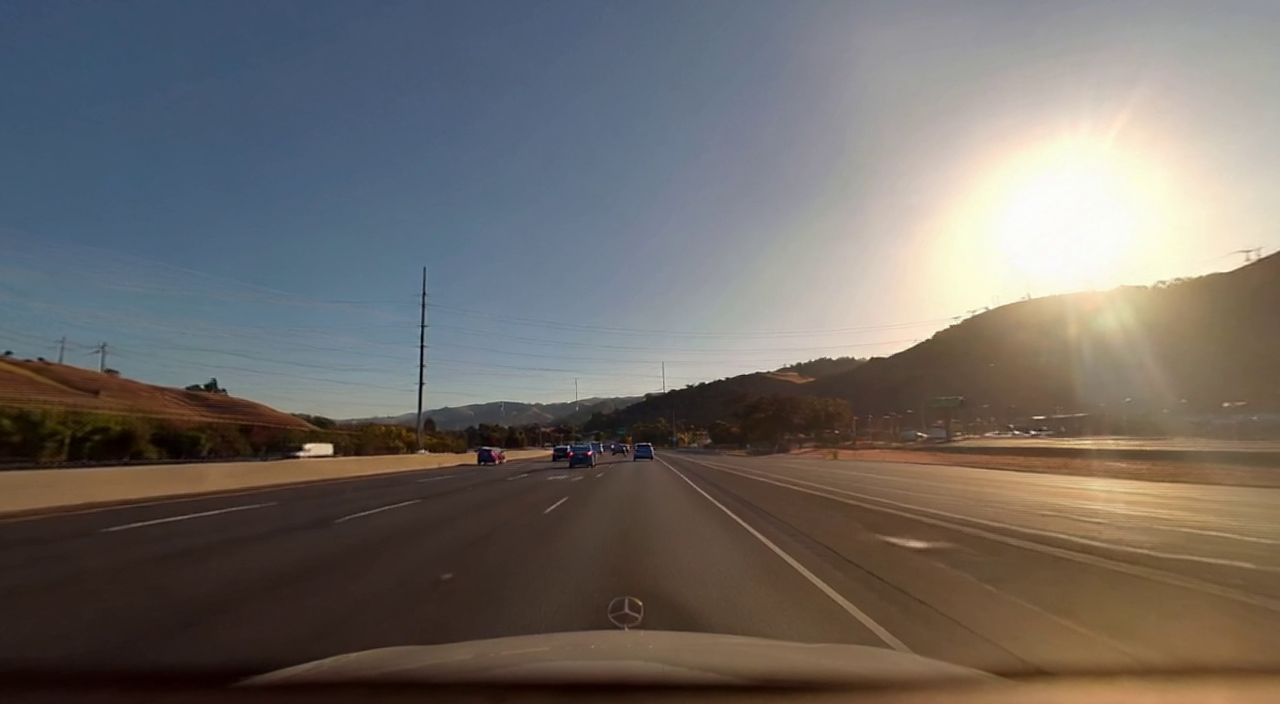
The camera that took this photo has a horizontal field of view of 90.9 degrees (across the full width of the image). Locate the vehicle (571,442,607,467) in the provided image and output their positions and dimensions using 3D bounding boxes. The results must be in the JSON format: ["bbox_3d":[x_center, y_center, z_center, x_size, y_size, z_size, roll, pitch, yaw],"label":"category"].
[{"bbox_3d":[-3.372,6.882,42.441,1.967,1.517,4.808,0,-9,0],"label":"vehicle"}]

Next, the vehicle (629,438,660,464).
[{"bbox_3d":[0.288,7.302,46.600,2.194,1.737,4.127,0,-9,-1],"label":"vehicle"}]
